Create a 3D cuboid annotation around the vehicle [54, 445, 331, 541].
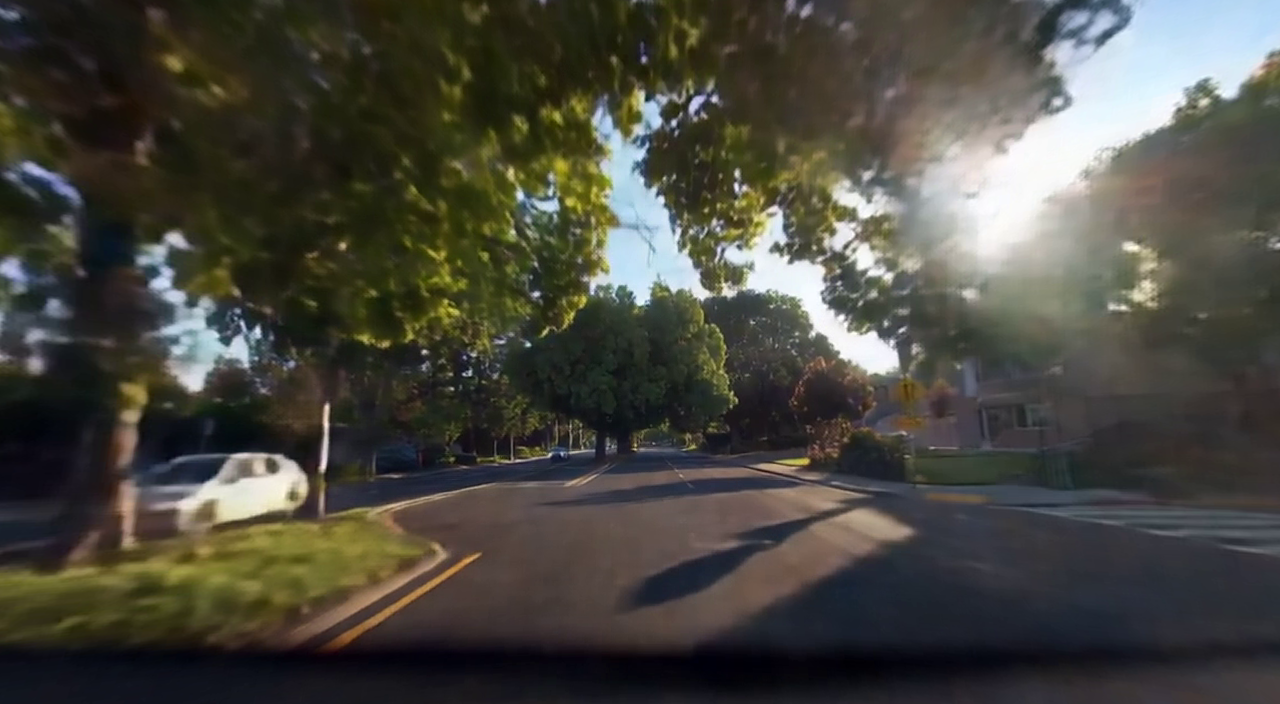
[{"bbox_3d":[-8.112,2.534,12.142,1.900,1.472,4.574,0,-8,1],"label":"vehicle"}]
